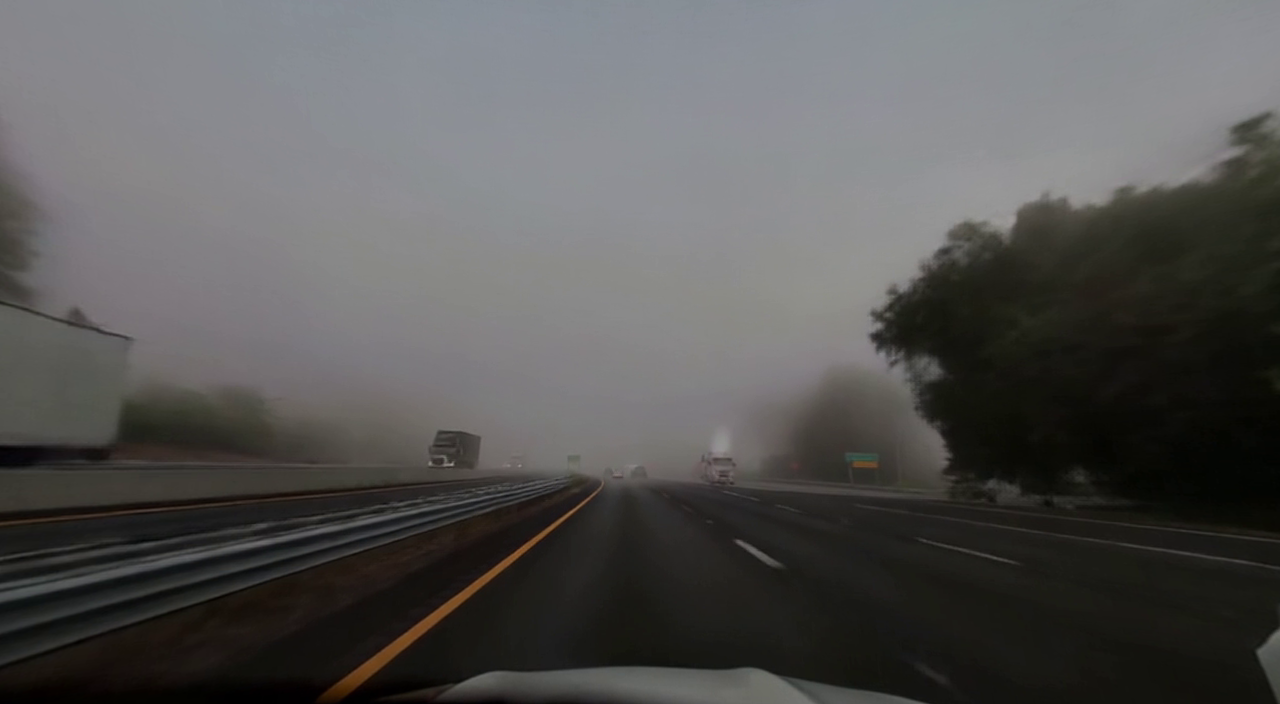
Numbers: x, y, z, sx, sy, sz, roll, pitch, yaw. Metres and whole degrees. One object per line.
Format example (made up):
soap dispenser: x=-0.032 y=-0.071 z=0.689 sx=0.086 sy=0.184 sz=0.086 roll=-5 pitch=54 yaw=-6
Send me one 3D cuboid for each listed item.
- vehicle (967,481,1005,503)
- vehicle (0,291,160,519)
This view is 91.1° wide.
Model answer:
vehicle: x=25.953 y=10.504 z=47.196 sx=1.701 sy=1.471 sz=3.592 roll=-2 pitch=-11 yaw=16
vehicle: x=-12.949 y=0.351 z=8.097 sx=2.879 sy=4.072 sz=13.916 roll=1 pitch=-10 yaw=-2
